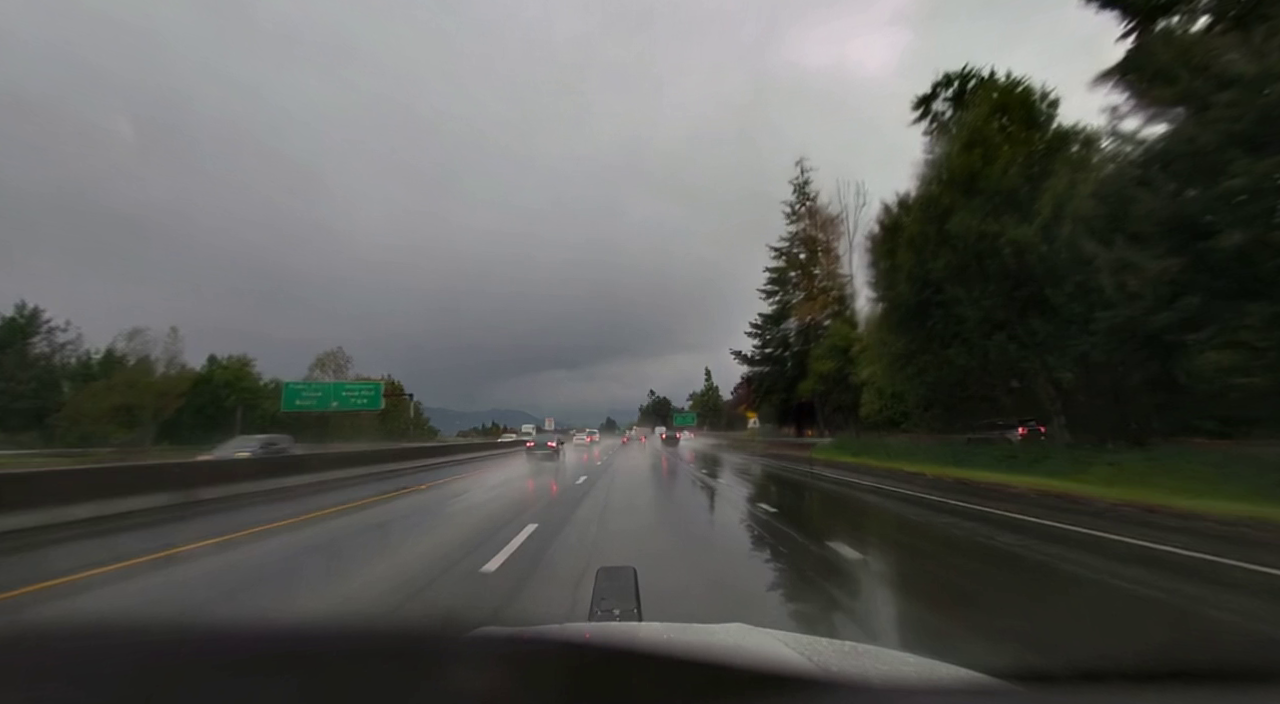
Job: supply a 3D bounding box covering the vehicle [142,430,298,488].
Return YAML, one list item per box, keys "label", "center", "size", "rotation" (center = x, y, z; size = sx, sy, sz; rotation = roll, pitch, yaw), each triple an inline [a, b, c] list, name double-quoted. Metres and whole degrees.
- label: "vehicle"
  center: [-11.798, 3.010, 18.073]
  size: [1.797, 1.467, 3.902]
  rotation: [0, -8, -1]

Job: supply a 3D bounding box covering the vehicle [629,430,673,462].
- label: "vehicle"
  center: [0.503, 4.828, 32.520]
  size: [2.086, 1.554, 3.875]
  rotation: [0, -8, -2]

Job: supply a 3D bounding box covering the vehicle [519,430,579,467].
- label: "vehicle"
  center: [-3.885, 4.208, 27.583]
  size: [2.014, 1.471, 4.380]
  rotation: [0, -8, -1]

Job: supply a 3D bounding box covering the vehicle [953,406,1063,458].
- label: "vehicle"
  center: [19.722, 4.377, 34.218]
  size: [2.232, 2.540, 6.015]
  rotation: [0, -8, 0]
